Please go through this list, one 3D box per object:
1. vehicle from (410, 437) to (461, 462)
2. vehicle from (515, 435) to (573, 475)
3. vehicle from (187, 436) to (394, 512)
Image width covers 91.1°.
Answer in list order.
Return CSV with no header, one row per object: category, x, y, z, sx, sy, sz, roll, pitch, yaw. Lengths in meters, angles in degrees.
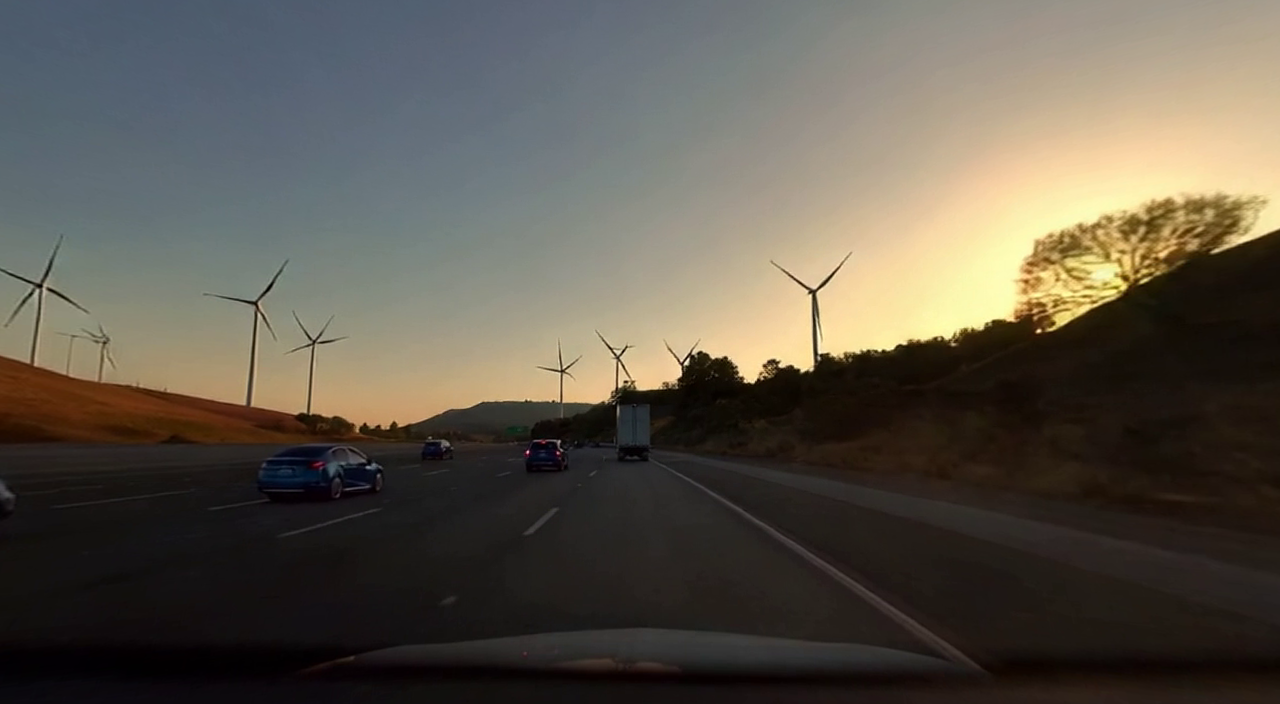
vehicle,-15.985,7.624,49.453,2.285,1.835,5.672,0,-8,-3
vehicle,-4.272,4.627,28.525,2.109,1.684,3.783,0,-8,-1
vehicle,-7.911,2.777,14.897,2.271,1.488,4.597,0,-8,0
